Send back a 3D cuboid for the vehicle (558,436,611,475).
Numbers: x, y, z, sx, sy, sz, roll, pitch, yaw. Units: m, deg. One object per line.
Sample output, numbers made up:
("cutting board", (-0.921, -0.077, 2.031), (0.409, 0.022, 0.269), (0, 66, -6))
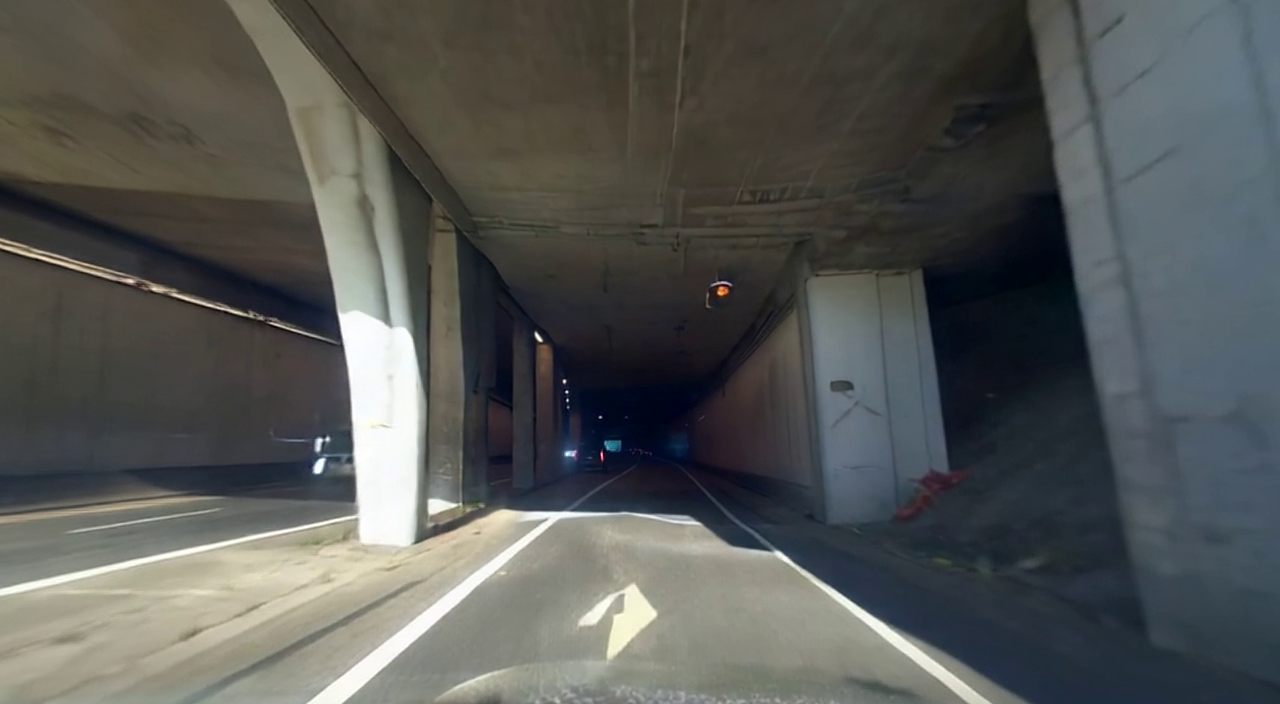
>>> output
("vehicle", (-2.612, 5.008, 30.648), (1.961, 1.725, 4.315), (-1, -9, 3))
